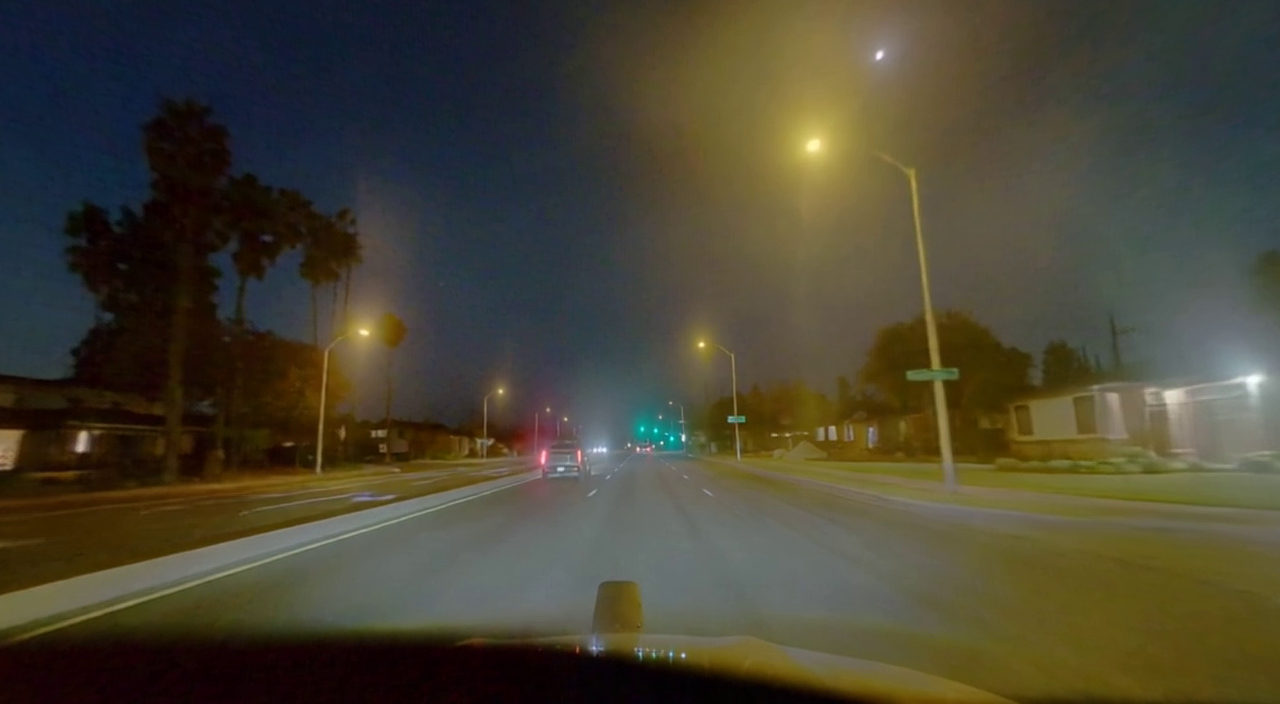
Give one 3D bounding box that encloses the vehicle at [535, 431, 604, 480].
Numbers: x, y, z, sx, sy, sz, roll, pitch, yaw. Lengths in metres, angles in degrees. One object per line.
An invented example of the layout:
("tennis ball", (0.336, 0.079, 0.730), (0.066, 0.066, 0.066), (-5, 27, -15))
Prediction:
("vehicle", (-3.020, 4.620, 28.359), (2.370, 1.968, 5.698), (0, -9, 0))
